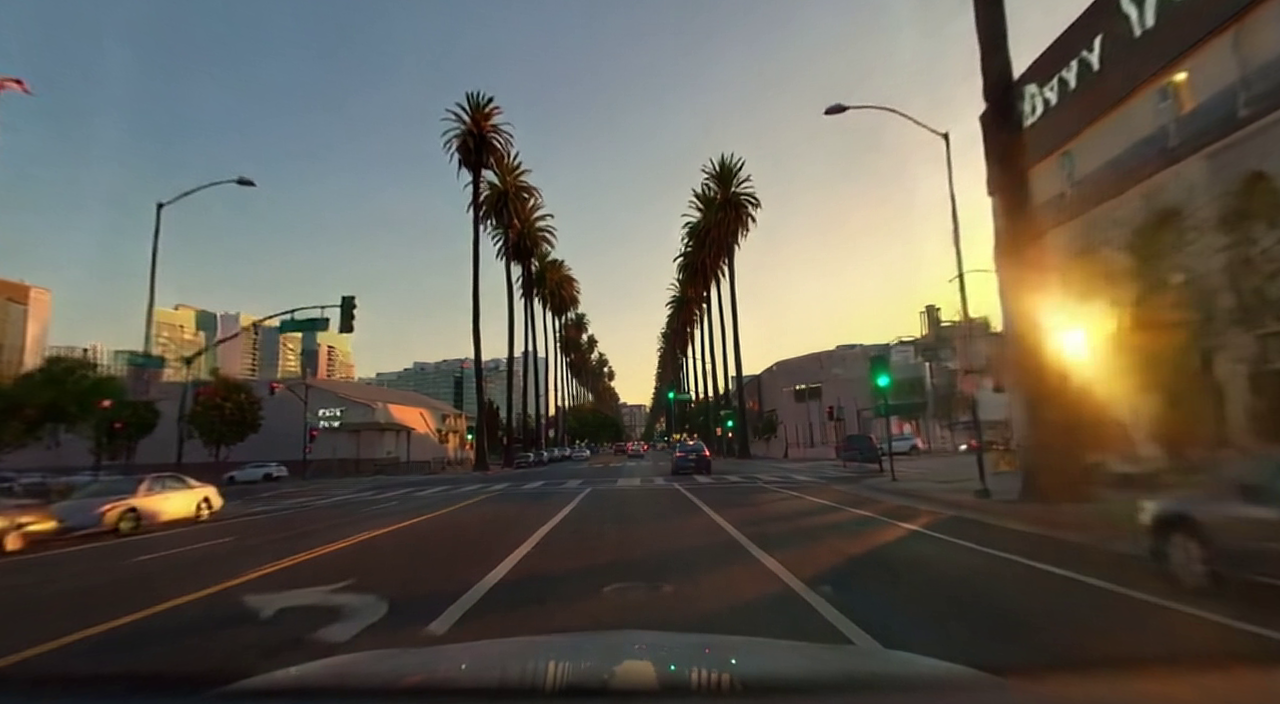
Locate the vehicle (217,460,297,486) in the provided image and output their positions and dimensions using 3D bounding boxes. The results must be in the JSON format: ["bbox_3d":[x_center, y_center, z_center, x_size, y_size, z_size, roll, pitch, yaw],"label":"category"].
[{"bbox_3d":[-28.528,9.010,47.184,4.570,1.741,2.107,0,-8,-1],"label":"vehicle"}]

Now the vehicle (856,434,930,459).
[{"bbox_3d":[17.801,6.651,44.560,4.277,1.665,2.006,0,-8,-2],"label":"vehicle"}]

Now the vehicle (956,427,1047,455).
[{"bbox_3d":[25.764,6.378,45.160,5.130,1.875,2.118,0,-8,-2],"label":"vehicle"}]

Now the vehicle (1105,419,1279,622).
[{"bbox_3d":[6.302,1.330,4.874,2.157,1.640,4.228,0,-8,0],"label":"vehicle"}]

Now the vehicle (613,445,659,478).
[{"bbox_3d":[-0.236,5.200,30.283,2.088,1.452,3.993,0,-8,-2],"label":"vehicle"}]

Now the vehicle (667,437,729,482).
[{"bbox_3d":[2.294,4.404,26.199,2.003,1.702,4.288,0,-8,-3],"label":"vehicle"}]
